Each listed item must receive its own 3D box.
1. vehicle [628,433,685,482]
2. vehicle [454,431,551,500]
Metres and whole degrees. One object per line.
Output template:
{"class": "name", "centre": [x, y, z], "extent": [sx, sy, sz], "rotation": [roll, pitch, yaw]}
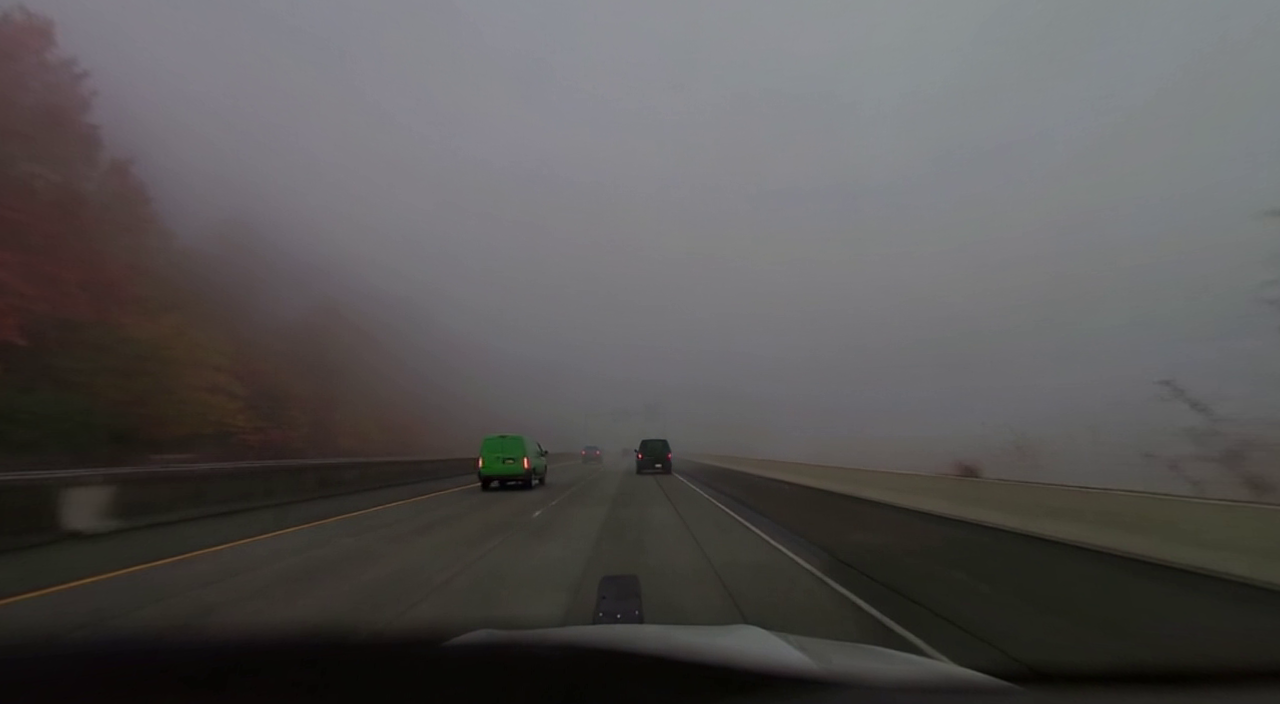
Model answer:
{"class": "vehicle", "centre": [0.609, 4.555, 27.248], "extent": [2.179, 1.930, 4.538], "rotation": [0, -9, -2]}
{"class": "vehicle", "centre": [-3.904, 3.303, 18.560], "extent": [2.021, 1.790, 3.907], "rotation": [0, -9, -1]}
